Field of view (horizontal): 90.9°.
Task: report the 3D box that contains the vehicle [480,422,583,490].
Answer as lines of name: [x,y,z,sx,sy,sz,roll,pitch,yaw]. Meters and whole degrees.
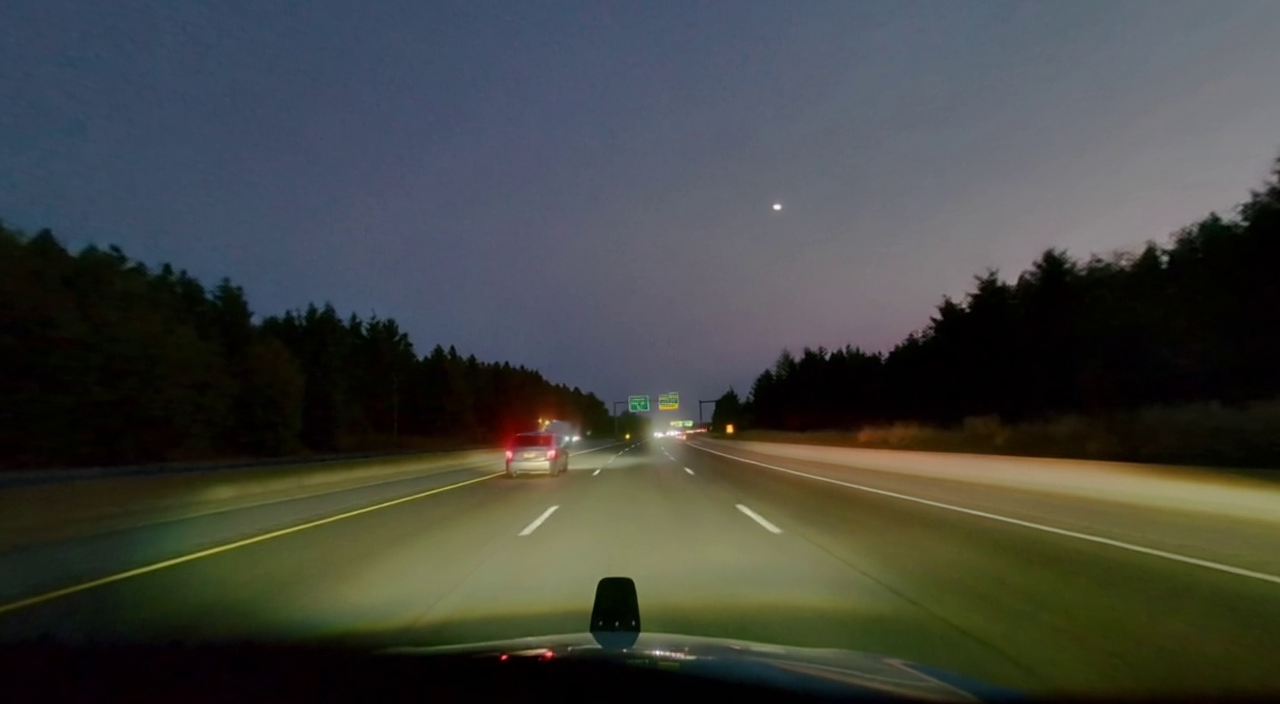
vehicle: [-2.858,2.825,17.538,2.084,1.654,4.080,0,-8,1]
